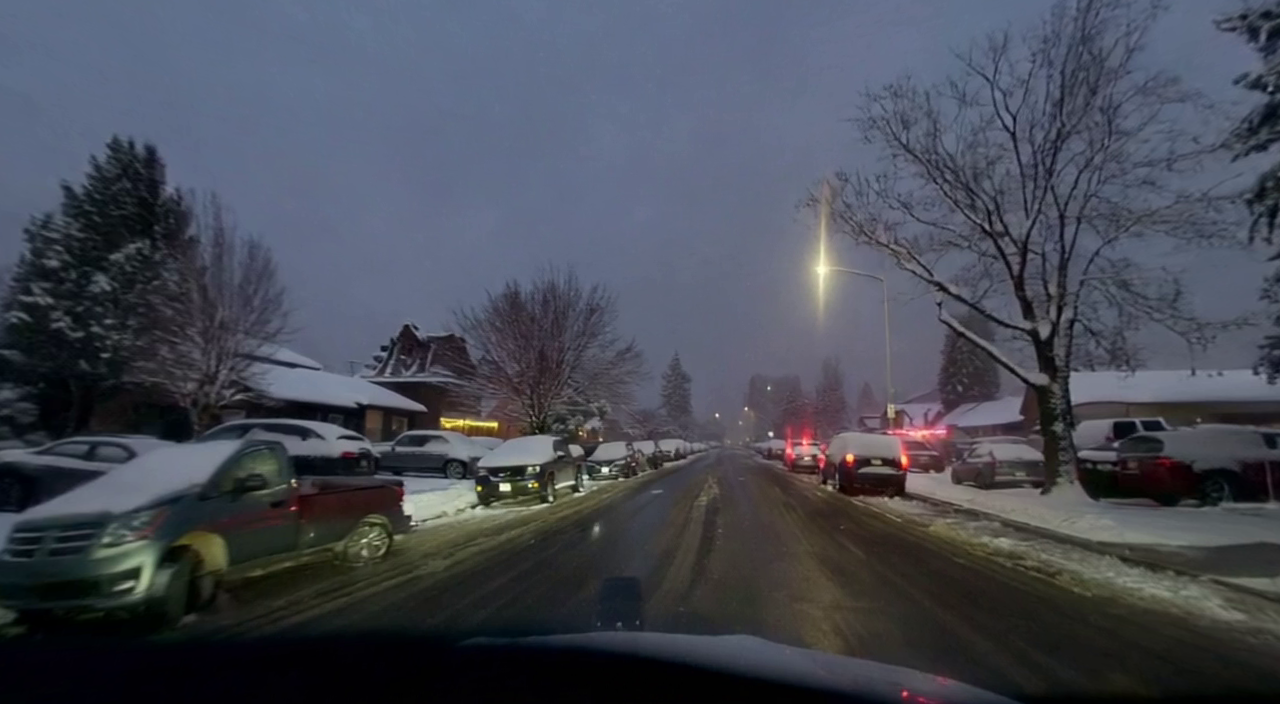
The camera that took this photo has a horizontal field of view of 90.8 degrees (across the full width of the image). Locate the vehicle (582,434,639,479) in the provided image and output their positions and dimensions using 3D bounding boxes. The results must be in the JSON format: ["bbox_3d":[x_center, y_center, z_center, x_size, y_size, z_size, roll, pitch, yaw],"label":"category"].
[{"bbox_3d":[-1.257,4.830,28.956,2.007,1.861,4.101,0,-11,6],"label":"vehicle"}]

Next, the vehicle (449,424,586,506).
[{"bbox_3d":[-3.181,3.214,17.921,2.319,1.902,5.526,-2,-10,5],"label":"vehicle"}]

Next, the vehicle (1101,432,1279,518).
[{"bbox_3d":[12.176,2.340,12.331,4.611,1.510,1.962,-2,-8,8],"label":"vehicle"}]

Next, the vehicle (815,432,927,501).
[{"bbox_3d":[7.275,3.646,20.632,2.201,1.896,5.632,-1,-8,8],"label":"vehicle"}]

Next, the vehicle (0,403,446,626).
[{"bbox_3d":[-4.404,1.788,7.680,2.035,1.719,4.749,-6,-11,7],"label":"vehicle"}]

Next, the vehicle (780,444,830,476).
[{"bbox_3d":[8.843,5.789,34.252,1.850,1.516,5.066,-1,-8,6],"label":"vehicle"}]

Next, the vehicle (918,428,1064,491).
[{"bbox_3d":[11.376,3.588,21.003,2.285,1.833,4.853,-1,-10,4],"label":"vehicle"}]
